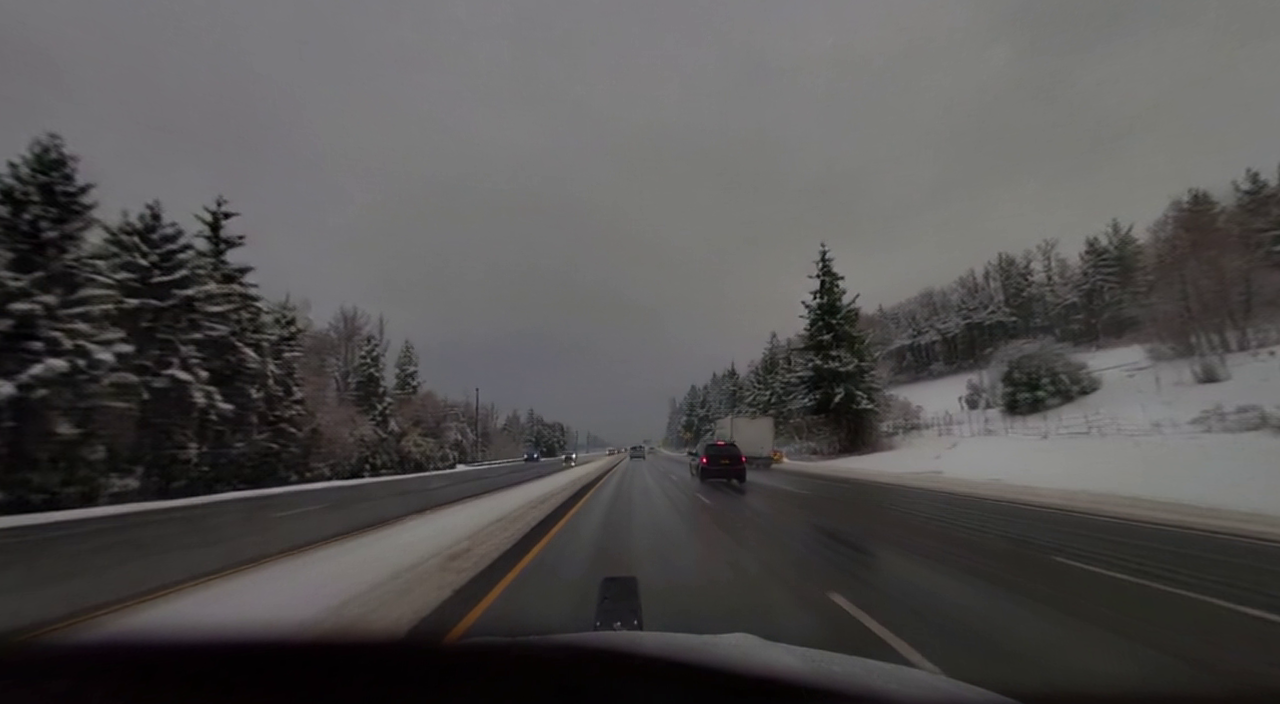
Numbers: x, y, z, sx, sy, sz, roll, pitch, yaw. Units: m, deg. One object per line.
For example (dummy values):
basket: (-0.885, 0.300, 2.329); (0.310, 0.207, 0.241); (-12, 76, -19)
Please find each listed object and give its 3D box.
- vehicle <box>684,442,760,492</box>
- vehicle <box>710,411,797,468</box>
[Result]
vehicle: (2.896, 4.190, 23.340); (2.123, 1.620, 4.959); (0, -9, -1)
vehicle: (6.922, 5.723, 40.231); (3.536, 3.160, 9.428); (1, -9, -2)
